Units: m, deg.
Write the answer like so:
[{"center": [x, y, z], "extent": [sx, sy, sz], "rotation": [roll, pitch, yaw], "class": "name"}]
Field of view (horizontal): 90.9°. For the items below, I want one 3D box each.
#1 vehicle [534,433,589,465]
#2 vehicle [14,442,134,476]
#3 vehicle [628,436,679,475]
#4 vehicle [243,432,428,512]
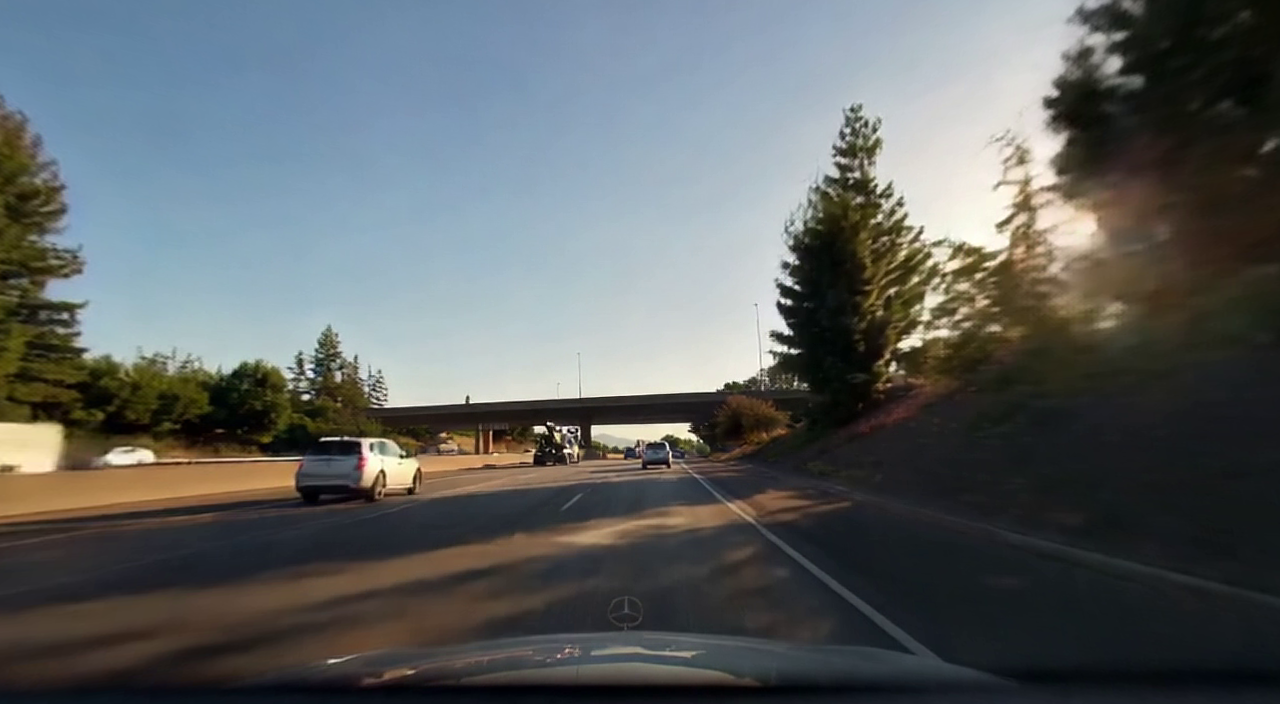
[{"center": [-5.756, 7.282, 47.467], "extent": [2.827, 2.236, 7.057], "rotation": [-1, -8, 3], "class": "vehicle"}, {"center": [-31.537, 5.960, 35.369], "extent": [2.012, 1.767, 4.957], "rotation": [-1, -8, 2], "class": "vehicle"}, {"center": [0.685, 5.029, 30.832], "extent": [2.336, 1.722, 4.212], "rotation": [0, -8, 2], "class": "vehicle"}, {"center": [-7.062, 2.820, 15.328], "extent": [2.115, 1.644, 4.513], "rotation": [-1, -8, 2], "class": "vehicle"}]
